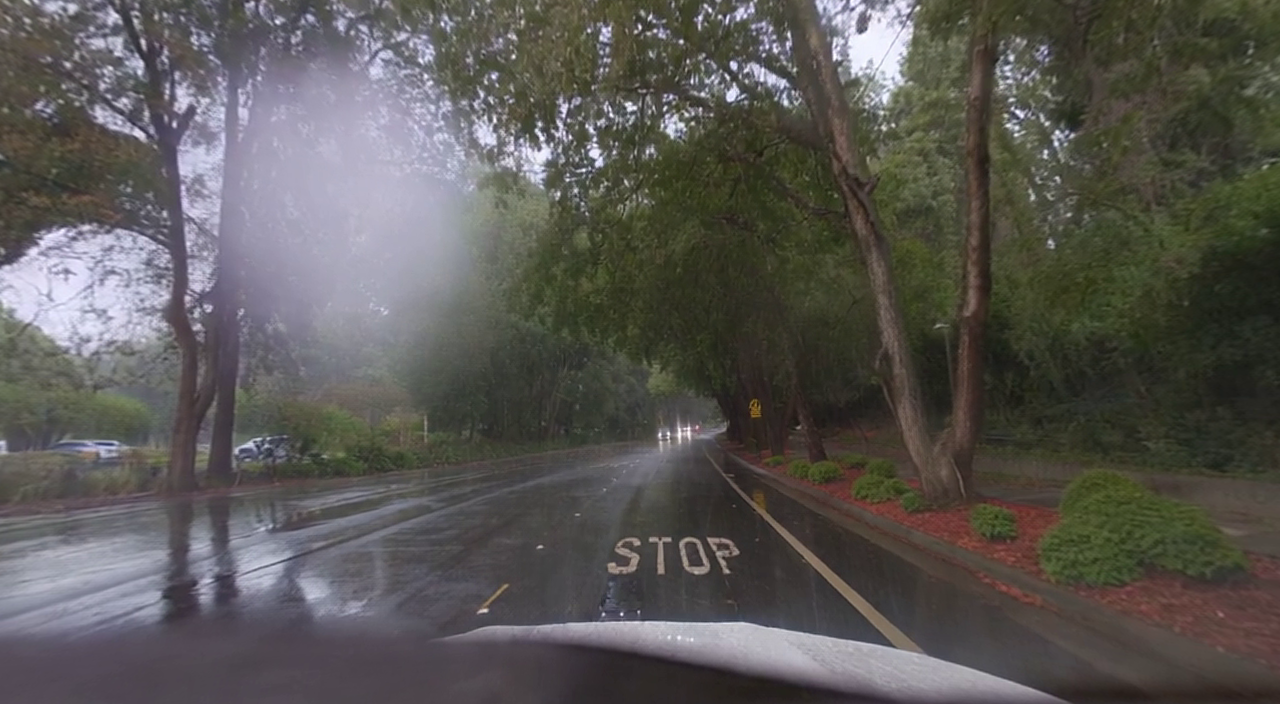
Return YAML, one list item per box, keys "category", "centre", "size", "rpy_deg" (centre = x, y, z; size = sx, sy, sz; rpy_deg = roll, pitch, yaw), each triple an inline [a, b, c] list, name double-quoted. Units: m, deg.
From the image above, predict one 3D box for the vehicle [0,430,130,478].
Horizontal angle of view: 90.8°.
- category: "vehicle"
  centre: [-28.372, 5.015, 31.251]
  size: [4.733, 1.892, 1.939]
  rpy_deg: [-4, -4, 2]
